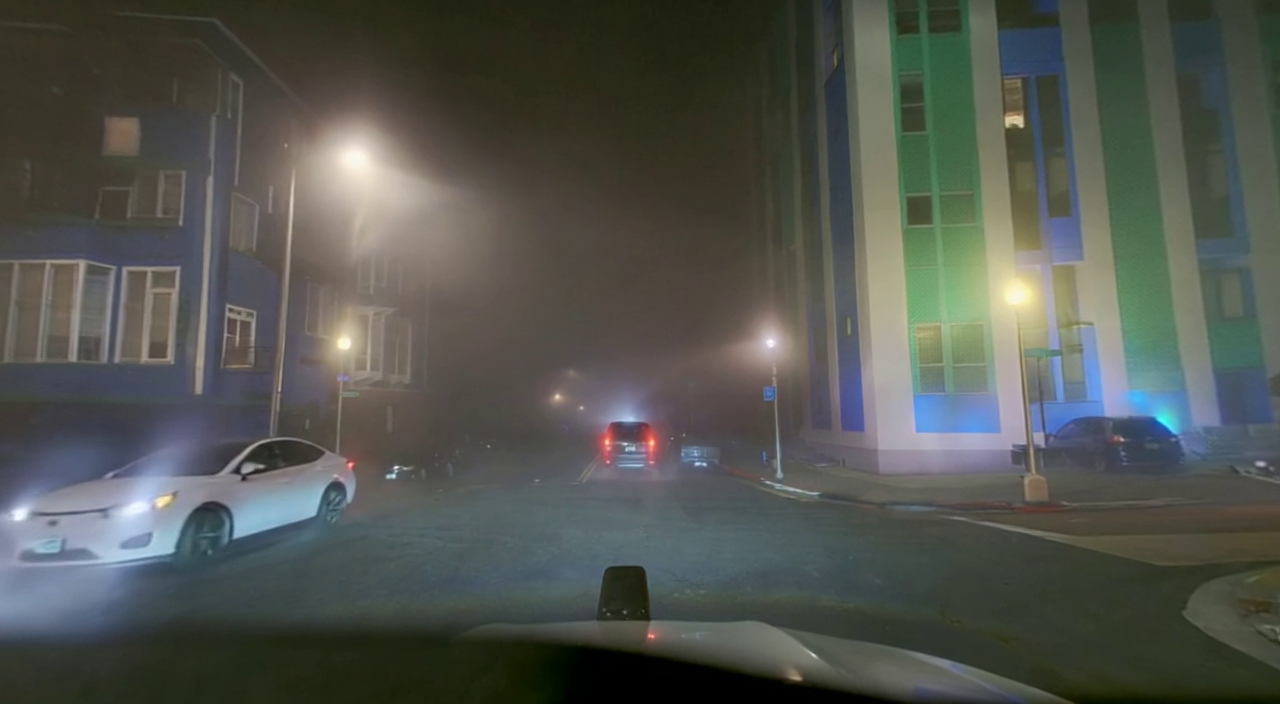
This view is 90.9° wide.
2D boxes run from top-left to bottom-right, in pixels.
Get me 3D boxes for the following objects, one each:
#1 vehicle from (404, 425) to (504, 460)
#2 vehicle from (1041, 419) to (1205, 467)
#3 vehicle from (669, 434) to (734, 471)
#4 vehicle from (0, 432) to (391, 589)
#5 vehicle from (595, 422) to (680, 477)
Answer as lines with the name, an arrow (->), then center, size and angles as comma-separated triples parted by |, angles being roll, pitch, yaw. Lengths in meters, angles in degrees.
vehicle -> -11.445, 5.586, 38.874 | 5.540, 1.950, 2.113 | 4, -12, -28
vehicle -> 15.335, 2.914, 20.152 | 3.752, 1.453, 1.709 | 0, -9, 2
vehicle -> 2.509, 4.286, 26.994 | 2.290, 1.456, 4.503 | 0, -8, -1
vehicle -> -5.434, 1.890, 8.591 | 2.226, 1.465, 5.034 | 0, -8, -3
vehicle -> -0.238, 3.633, 23.704 | 2.412, 1.834, 4.636 | 1, -9, -10
